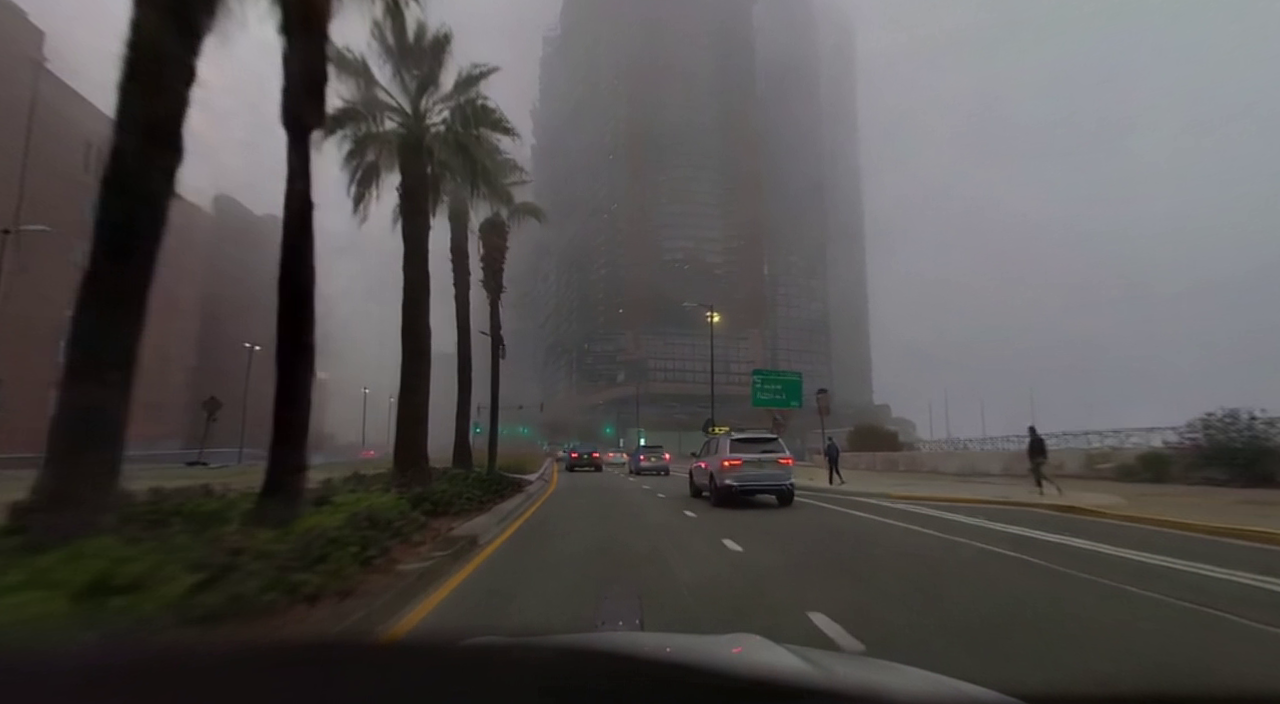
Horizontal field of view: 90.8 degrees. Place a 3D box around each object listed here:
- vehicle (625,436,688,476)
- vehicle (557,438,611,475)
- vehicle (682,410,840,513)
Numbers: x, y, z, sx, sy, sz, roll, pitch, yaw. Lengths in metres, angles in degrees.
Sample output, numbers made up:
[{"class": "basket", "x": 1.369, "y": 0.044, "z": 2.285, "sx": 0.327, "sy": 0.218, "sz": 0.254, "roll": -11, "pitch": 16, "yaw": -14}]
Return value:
[{"class": "vehicle", "x": 0.667, "y": 4.848, "z": 29.627, "sx": 2.214, "sy": 1.711, "sz": 4.474, "roll": 1, "pitch": -9, "yaw": -9}, {"class": "vehicle", "x": -2.865, "y": 5.101, "z": 31.074, "sx": 2.332, "sy": 1.625, "sz": 4.933, "roll": 1, "pitch": -9, "yaw": -9}, {"class": "vehicle", "x": 2.559, "y": 2.542, "z": 15.040, "sx": 2.407, "sy": 1.991, "sz": 5.130, "roll": 0, "pitch": -9, "yaw": -4}]
